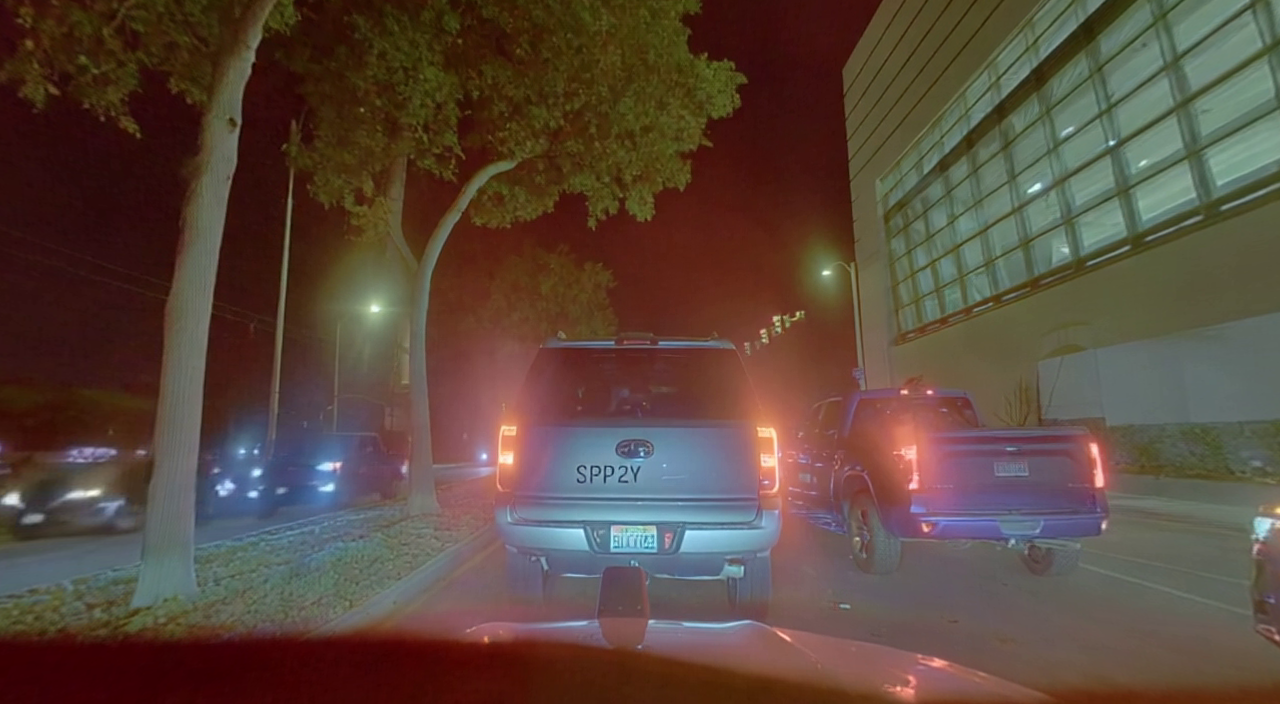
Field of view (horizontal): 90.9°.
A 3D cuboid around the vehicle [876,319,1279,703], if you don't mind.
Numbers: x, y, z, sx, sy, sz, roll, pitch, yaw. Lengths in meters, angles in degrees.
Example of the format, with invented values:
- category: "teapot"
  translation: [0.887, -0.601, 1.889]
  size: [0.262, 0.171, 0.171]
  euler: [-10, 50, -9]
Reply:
- category: "vehicle"
  translation: [3.079, 0.984, 3.469]
  size: [2.022, 1.700, 4.410]
  euler: [0, -8, 3]

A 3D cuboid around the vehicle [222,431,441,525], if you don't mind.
- category: "vehicle"
  translation: [-9.102, 3.798, 20.069]
  size: [2.873, 2.199, 8.099]
  euler: [-3, -9, 1]

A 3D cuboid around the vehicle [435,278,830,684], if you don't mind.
- category: "vehicle"
  translation: [0.011, 1.038, 5.946]
  size: [2.267, 2.372, 4.366]
  euler: [0, -8, 2]

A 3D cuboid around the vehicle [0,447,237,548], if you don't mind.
- category: "vehicle"
  translation: [-12.569, 3.416, 15.605]
  size: [2.111, 1.917, 4.758]
  euler: [-5, -8, -1]
